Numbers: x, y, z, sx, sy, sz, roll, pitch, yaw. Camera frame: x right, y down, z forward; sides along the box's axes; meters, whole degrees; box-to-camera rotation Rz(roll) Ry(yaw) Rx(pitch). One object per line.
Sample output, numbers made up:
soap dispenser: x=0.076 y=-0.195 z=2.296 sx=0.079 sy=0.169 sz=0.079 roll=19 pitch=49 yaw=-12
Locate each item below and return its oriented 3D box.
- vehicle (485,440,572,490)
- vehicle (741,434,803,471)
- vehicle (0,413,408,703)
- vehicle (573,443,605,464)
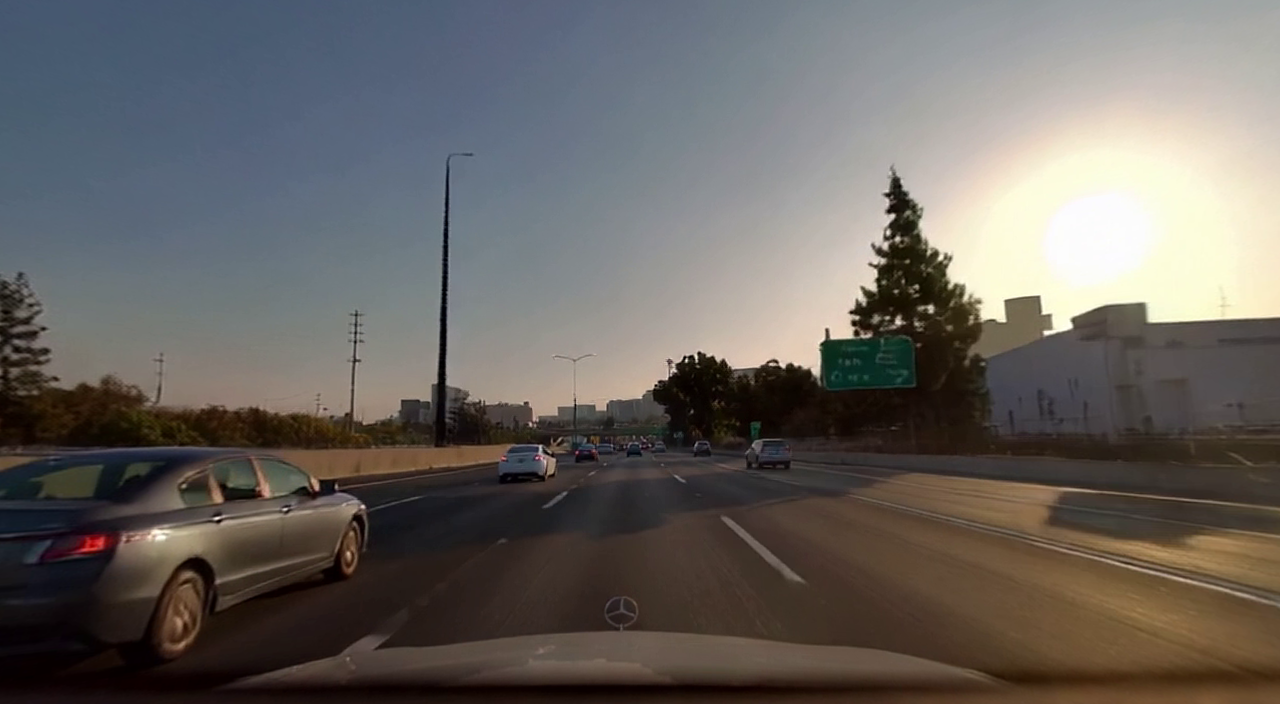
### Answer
vehicle: x=-3.633 y=3.775 z=21.438 sx=2.047 sy=1.469 sz=4.614 roll=0 pitch=-9 yaw=1
vehicle: x=6.820 y=5.260 z=33.202 sx=2.147 sy=1.769 sz=4.666 roll=0 pitch=-9 yaw=-1
vehicle: x=-3.484 y=1.276 z=4.534 sx=1.959 sy=1.433 sz=4.291 roll=0 pitch=-9 yaw=1
vehicle: x=-3.823 y=7.692 z=48.045 sx=2.078 sy=1.464 sz=4.093 roll=0 pitch=-9 yaw=0
